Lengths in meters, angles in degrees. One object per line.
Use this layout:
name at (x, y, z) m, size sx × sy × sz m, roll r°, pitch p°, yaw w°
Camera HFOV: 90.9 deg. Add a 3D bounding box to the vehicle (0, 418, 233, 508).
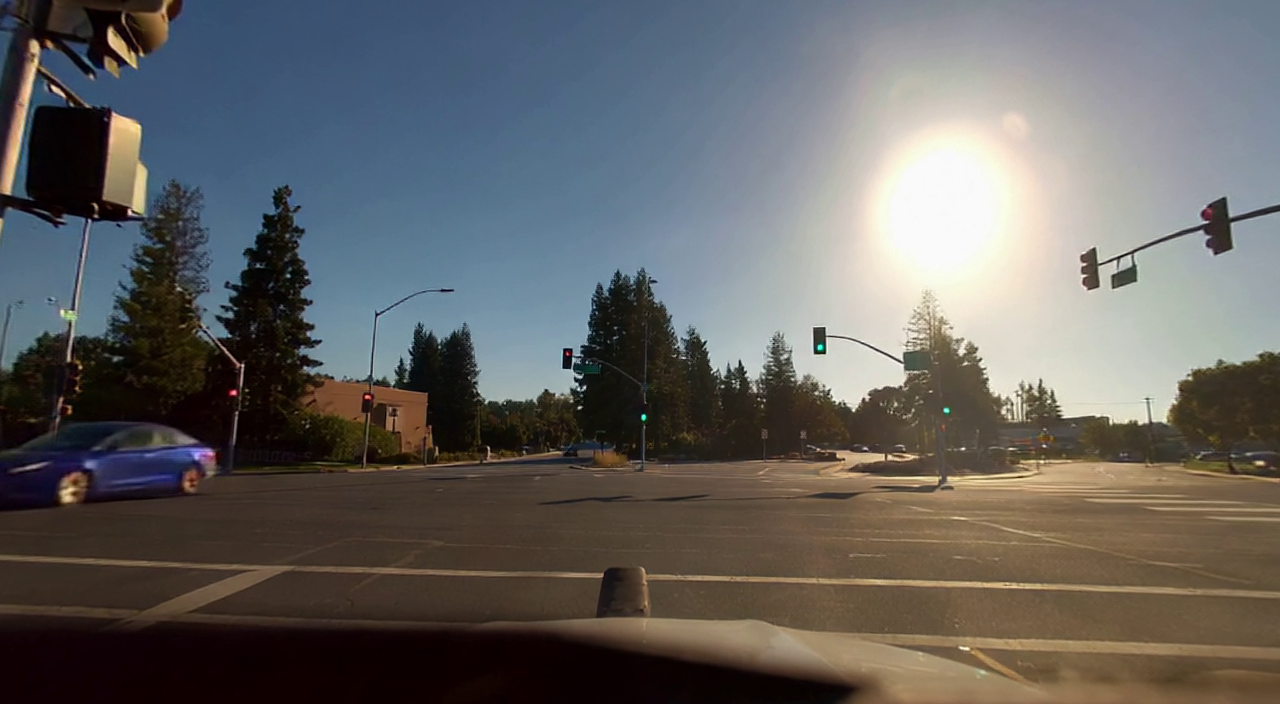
vehicle at (-12.739, 2.634, 15.392) m, size 2.238 × 1.827 × 5.007 m, roll 0°, pitch -8°, yaw 0°
